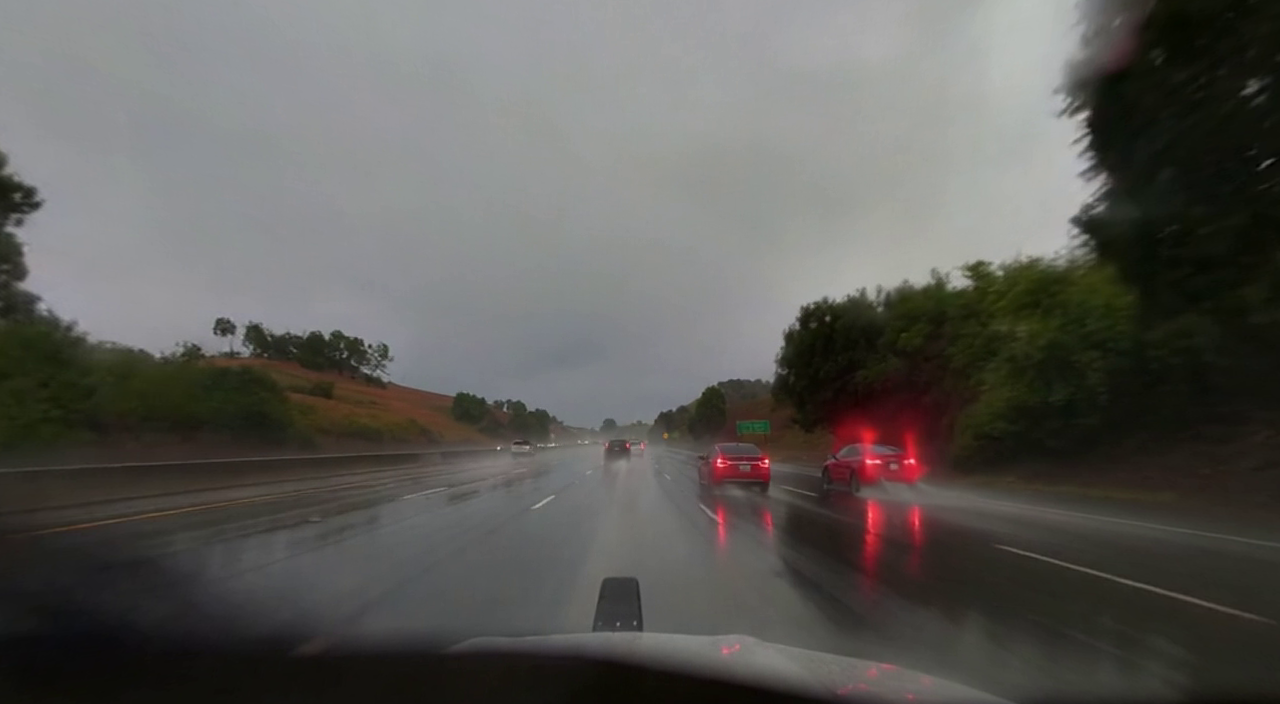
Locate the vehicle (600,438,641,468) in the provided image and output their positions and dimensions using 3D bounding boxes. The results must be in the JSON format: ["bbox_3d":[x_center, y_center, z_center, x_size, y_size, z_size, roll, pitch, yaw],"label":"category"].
[{"bbox_3d":[-1.152,6.016,37.768,2.277,1.675,4.023,0,-8,-2],"label":"vehicle"}]

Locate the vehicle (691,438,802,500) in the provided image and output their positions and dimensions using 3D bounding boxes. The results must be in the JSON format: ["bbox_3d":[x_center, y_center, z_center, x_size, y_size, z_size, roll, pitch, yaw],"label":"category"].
[{"bbox_3d":[2.800,3.212,17.844,2.120,1.492,4.734,0,-8,-3],"label":"vehicle"}]

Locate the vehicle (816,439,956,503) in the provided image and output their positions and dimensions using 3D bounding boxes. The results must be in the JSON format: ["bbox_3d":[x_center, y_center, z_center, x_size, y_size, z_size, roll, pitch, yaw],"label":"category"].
[{"bbox_3d":[6.366,3.104,16.968,1.845,1.452,4.352,0,-8,-2],"label":"vehicle"}]
